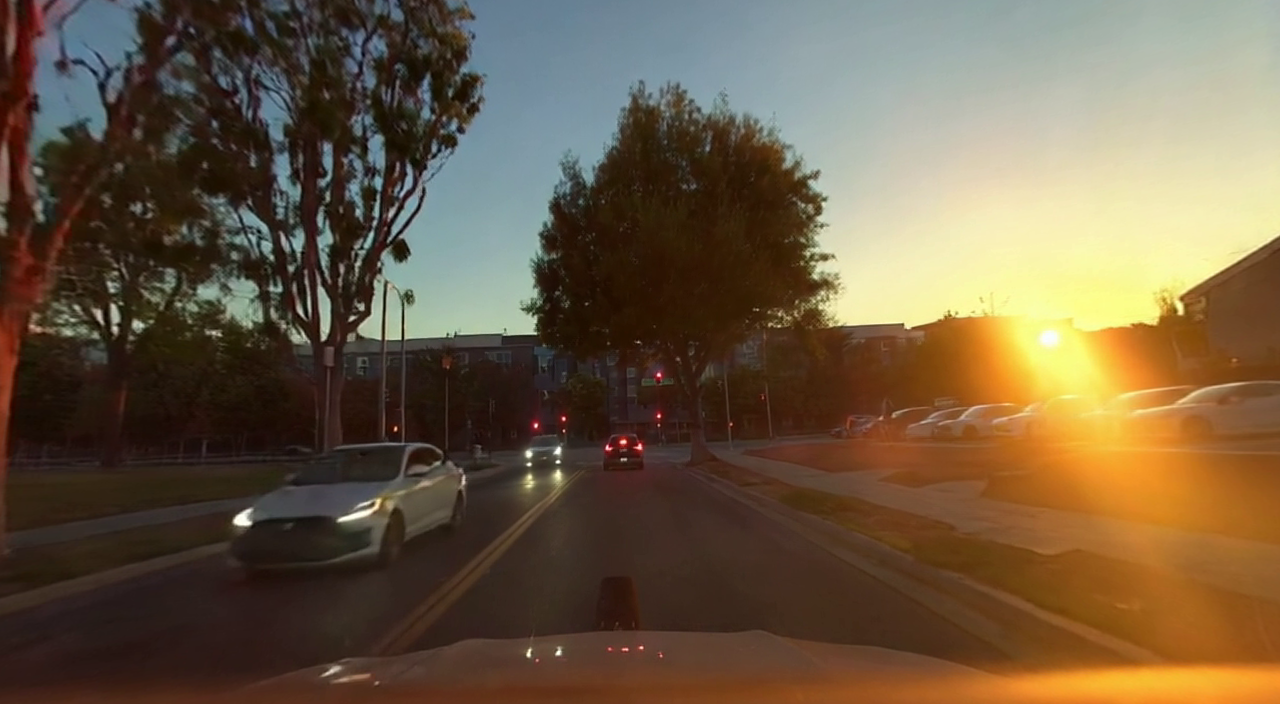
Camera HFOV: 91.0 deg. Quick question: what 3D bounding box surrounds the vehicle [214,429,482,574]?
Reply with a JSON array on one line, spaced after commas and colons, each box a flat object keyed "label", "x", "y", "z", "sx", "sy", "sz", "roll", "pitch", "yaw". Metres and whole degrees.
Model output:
[{"label": "vehicle", "x": -3.580, "y": 1.855, "z": 8.562, "sx": 1.973, "sy": 1.512, "sz": 3.524, "roll": 0, "pitch": -8, "yaw": -1}]

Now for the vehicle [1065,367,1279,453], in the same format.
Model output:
[{"label": "vehicle", "x": 11.960, "y": 1.200, "z": 13.289, "sx": 4.349, "sy": 1.462, "sz": 1.982, "roll": -5, "pitch": -7, "yaw": 7}]

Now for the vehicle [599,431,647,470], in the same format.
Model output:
[{"label": "vehicle", "x": -0.754, "y": 4.599, "z": 29.620, "sx": 2.142, "sy": 1.686, "sz": 3.816, "roll": 0, "pitch": -8, "yaw": 0}]

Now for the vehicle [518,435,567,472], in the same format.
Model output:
[{"label": "vehicle", "x": -4.633, "y": 4.864, "z": 30.347, "sx": 2.057, "sy": 1.613, "sz": 4.062, "roll": 0, "pitch": -8, "yaw": -5}]
